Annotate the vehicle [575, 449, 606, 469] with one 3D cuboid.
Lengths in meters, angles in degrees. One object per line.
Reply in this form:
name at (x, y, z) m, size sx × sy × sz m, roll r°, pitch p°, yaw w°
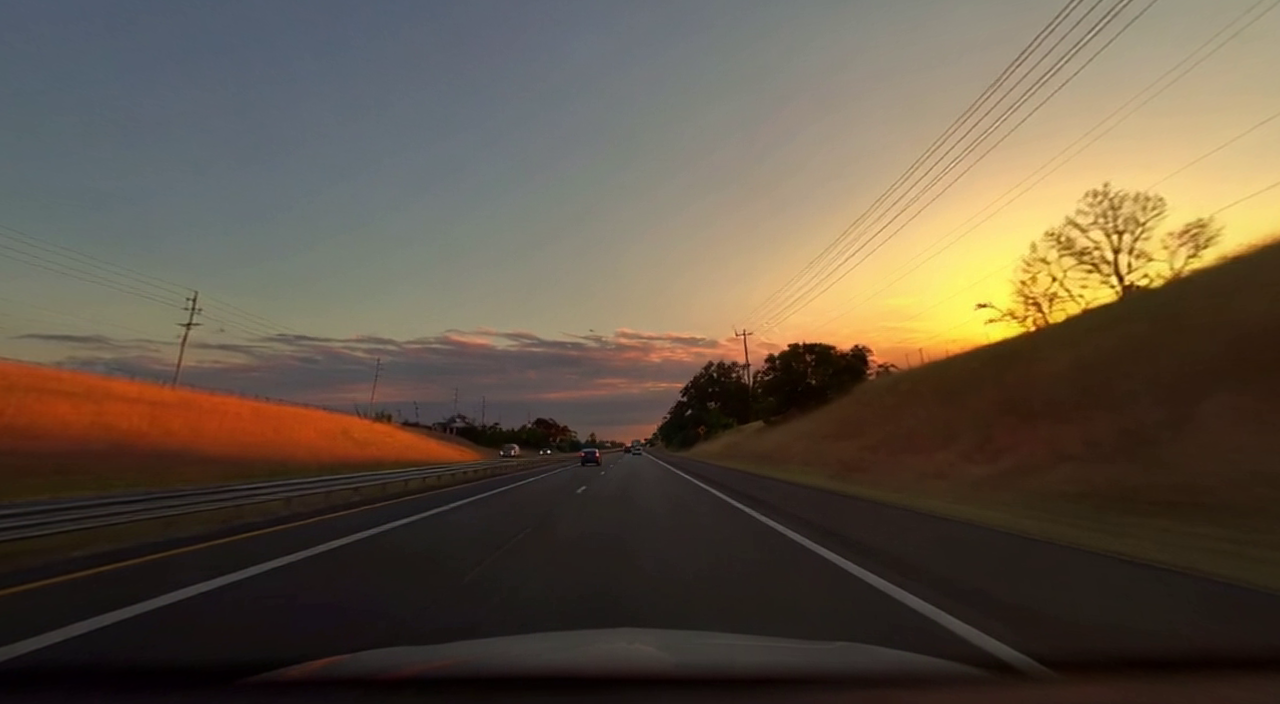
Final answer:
vehicle at (-3.867, 8.506, 49.962) m, size 2.123 × 1.545 × 4.404 m, roll 0°, pitch -9°, yaw 0°
